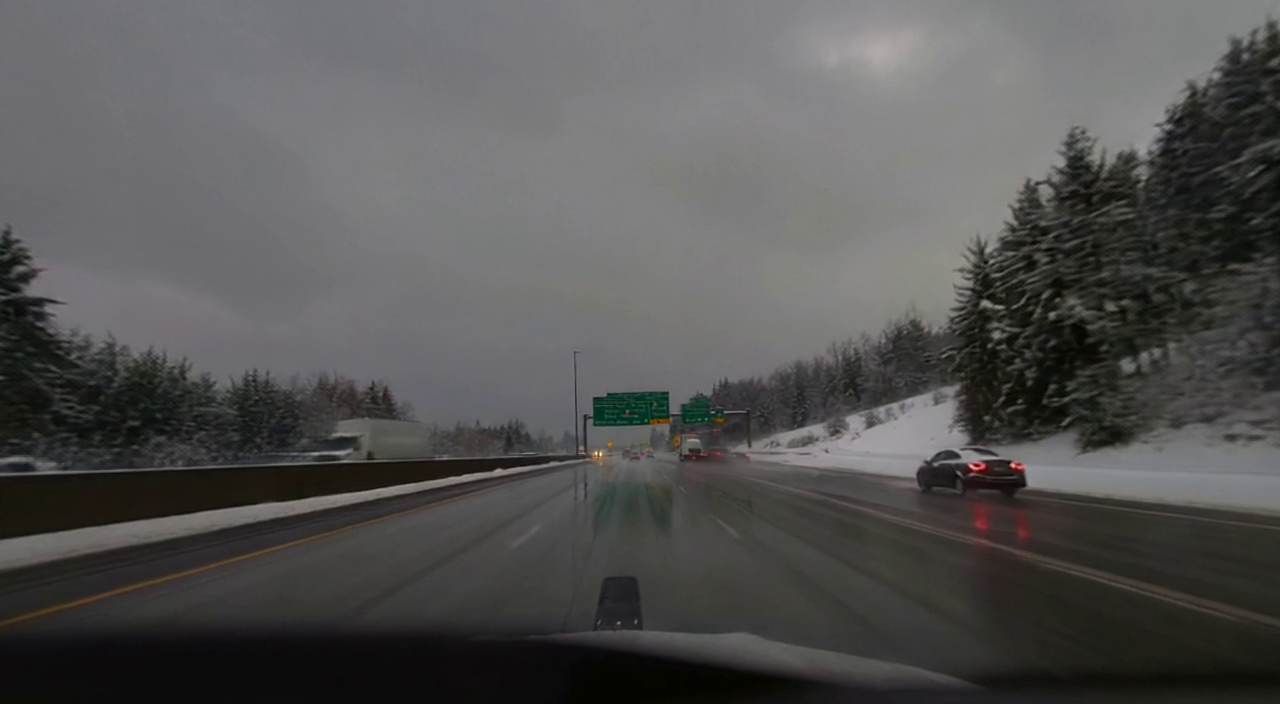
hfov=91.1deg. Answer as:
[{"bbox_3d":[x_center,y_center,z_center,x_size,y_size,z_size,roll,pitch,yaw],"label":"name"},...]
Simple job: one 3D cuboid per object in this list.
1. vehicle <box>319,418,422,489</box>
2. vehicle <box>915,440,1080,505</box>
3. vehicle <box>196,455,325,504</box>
[{"bbox_3d":[-16.491,6.257,39.246,3.138,3.947,7.349,1,-8,-1],"label":"vehicle"},{"bbox_3d":[10.143,3.442,18.397,1.950,1.632,4.845,0,-9,0],"label":"vehicle"},{"bbox_3d":[-12.937,4.341,21.779,1.853,1.456,4.215,0,-9,-1],"label":"vehicle"}]
